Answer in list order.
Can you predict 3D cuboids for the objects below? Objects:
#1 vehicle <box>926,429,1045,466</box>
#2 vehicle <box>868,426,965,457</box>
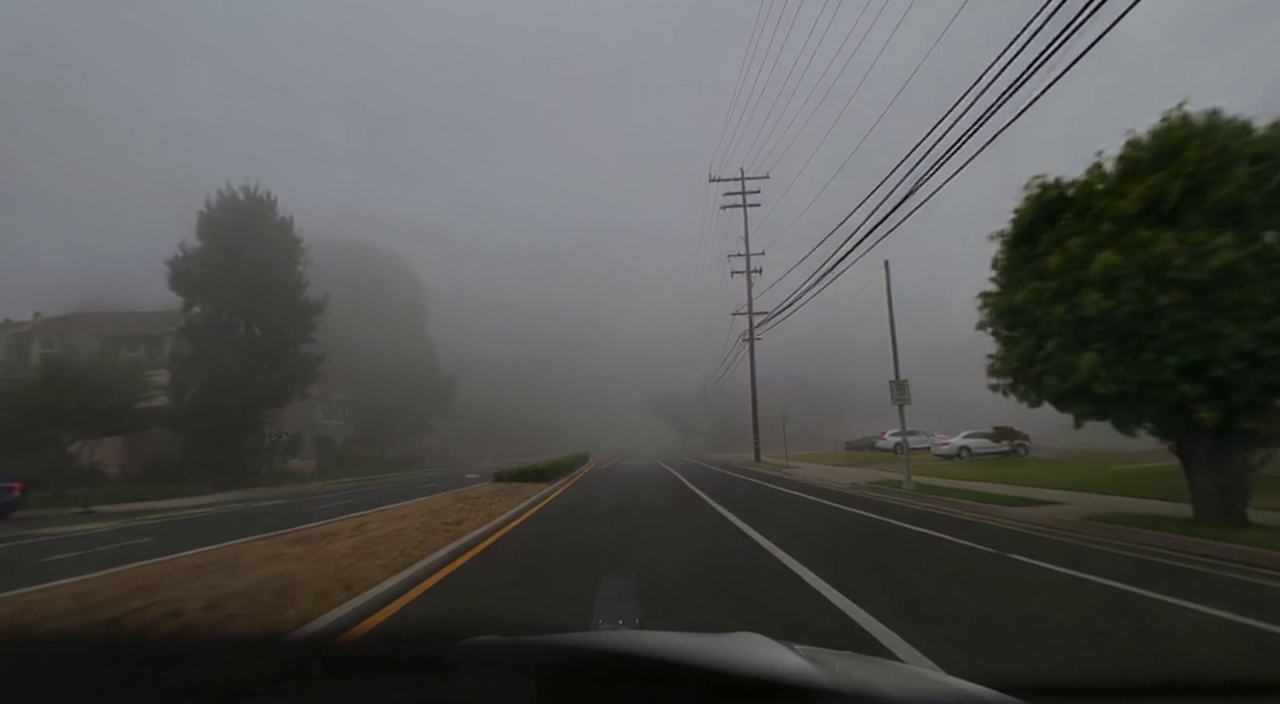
[{"bbox_3d":[16.834,4.680,30.912,4.560,1.725,2.096,0,-8,-2],"label":"vehicle"},{"bbox_3d":[16.738,5.428,38.420,4.833,1.786,2.136,0,-8,0],"label":"vehicle"}]
